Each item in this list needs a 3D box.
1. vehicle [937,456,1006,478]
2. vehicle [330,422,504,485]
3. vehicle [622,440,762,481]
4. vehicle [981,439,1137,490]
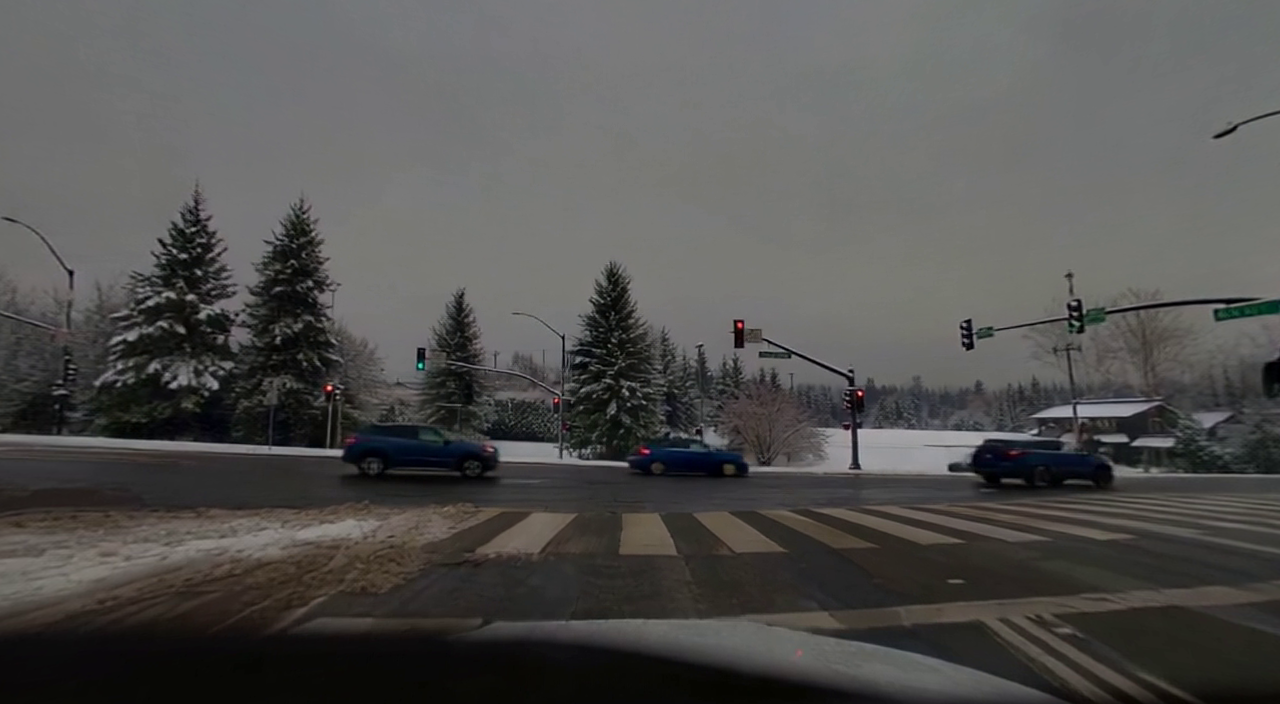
[{"bbox_3d":[24.222,8.403,46.056,4.431,1.464,1.812,3,-9,-19],"label":"vehicle"},{"bbox_3d":[-6.564,3.016,18.931,4.626,1.710,1.891,2,-9,-17],"label":"vehicle"},{"bbox_3d":[2.052,4.280,25.166,5.203,1.488,1.907,2,-9,-17],"label":"vehicle"},{"bbox_3d":[14.986,3.996,22.570,5.014,1.675,1.906,4,-9,-19],"label":"vehicle"}]
